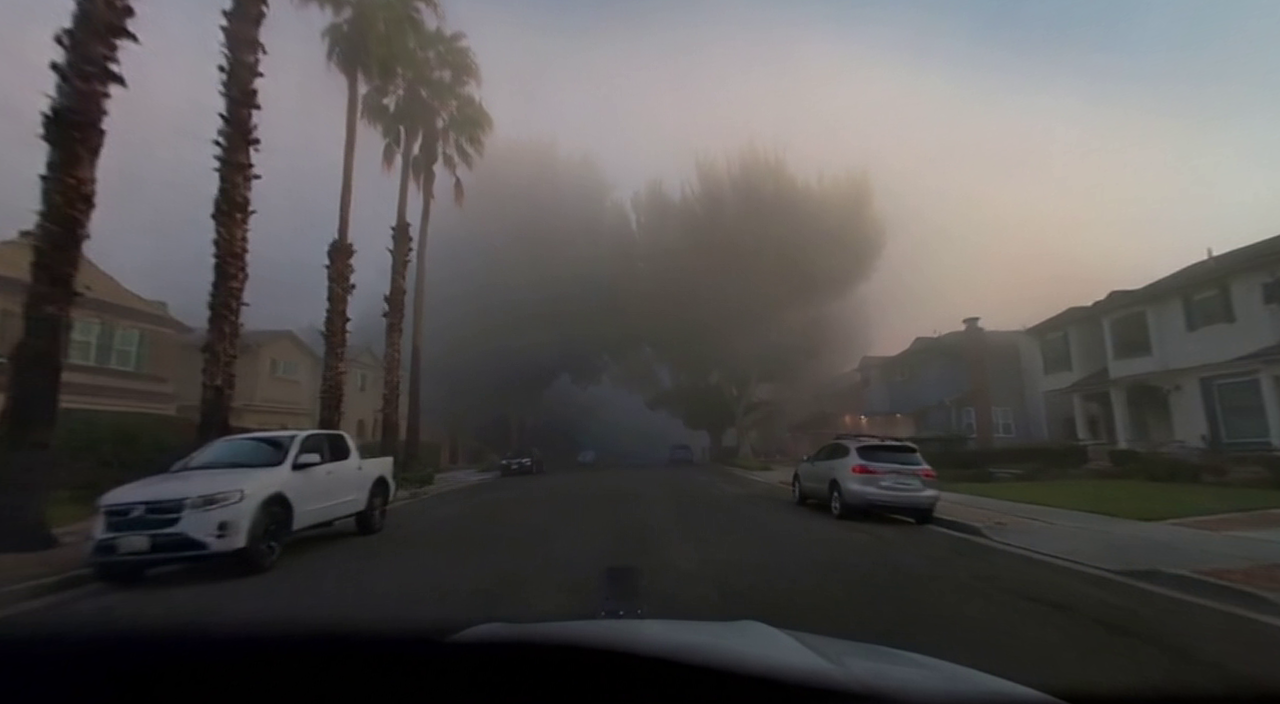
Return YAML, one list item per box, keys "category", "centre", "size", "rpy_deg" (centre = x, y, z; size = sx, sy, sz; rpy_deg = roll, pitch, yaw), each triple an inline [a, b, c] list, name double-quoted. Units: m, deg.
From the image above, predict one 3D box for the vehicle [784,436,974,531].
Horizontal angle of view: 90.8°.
- category: "vehicle"
  centre: [4.504, 2.533, 12.822]
  size: [1.991, 1.554, 4.501]
  rpy_deg: [0, -9, -2]

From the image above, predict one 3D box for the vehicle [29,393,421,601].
- category: "vehicle"
  centre: [-4.835, 1.760, 8.634]
  size: [2.149, 1.877, 5.082]
  rpy_deg: [-2, -9, -3]

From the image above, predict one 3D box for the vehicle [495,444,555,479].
- category: "vehicle"
  centre: [-5.507, 5.306, 30.951]
  size: [2.079, 1.486, 4.877]
  rpy_deg: [-3, -8, -1]
